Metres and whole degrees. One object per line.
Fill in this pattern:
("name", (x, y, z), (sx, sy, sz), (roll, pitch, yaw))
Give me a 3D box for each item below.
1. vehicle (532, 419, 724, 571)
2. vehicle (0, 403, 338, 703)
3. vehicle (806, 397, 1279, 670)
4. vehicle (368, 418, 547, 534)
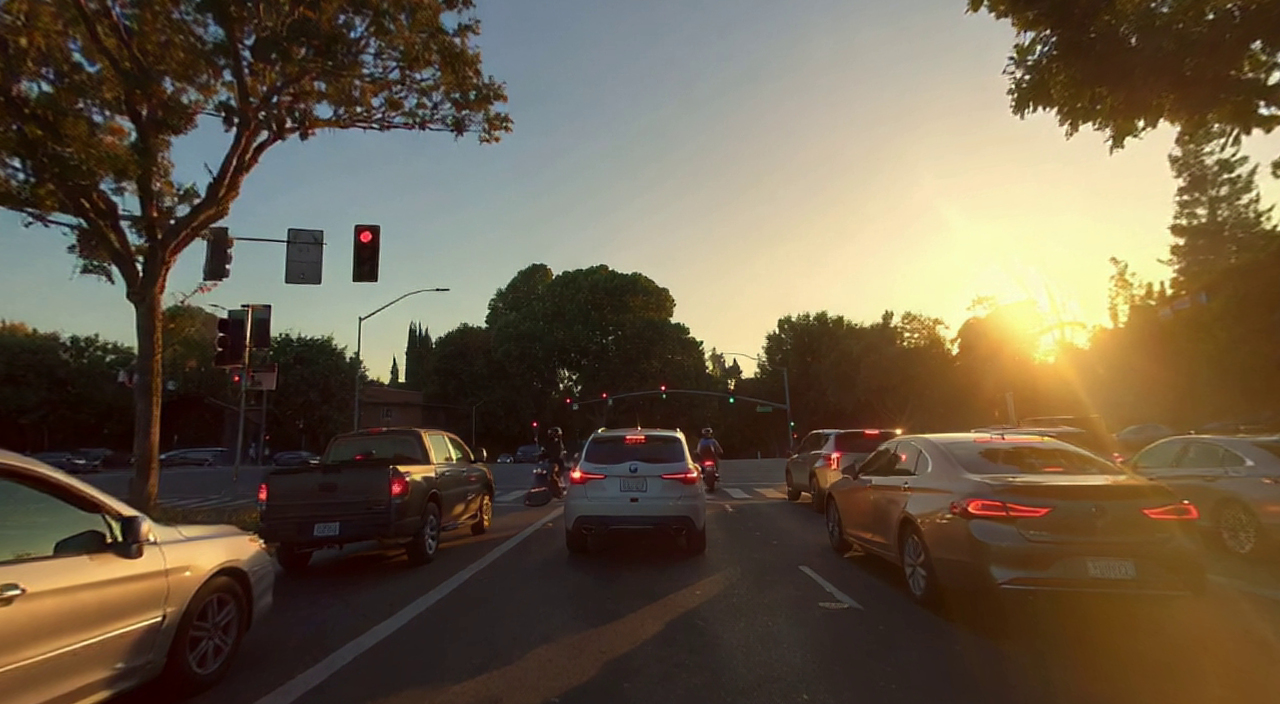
("vehicle", (-0.104, 1.848, 8.873), (2.106, 1.655, 3.717), (0, -8, 1))
("vehicle", (-3.350, 0.974, 2.555), (1.863, 1.495, 4.667), (0, -8, 1))
("vehicle", (3.223, 1.439, 6.174), (2.006, 1.659, 4.462), (0, -8, 0))
("vehicle", (-3.203, 2.277, 12.208), (2.048, 1.805, 4.405), (0, -8, 1))
